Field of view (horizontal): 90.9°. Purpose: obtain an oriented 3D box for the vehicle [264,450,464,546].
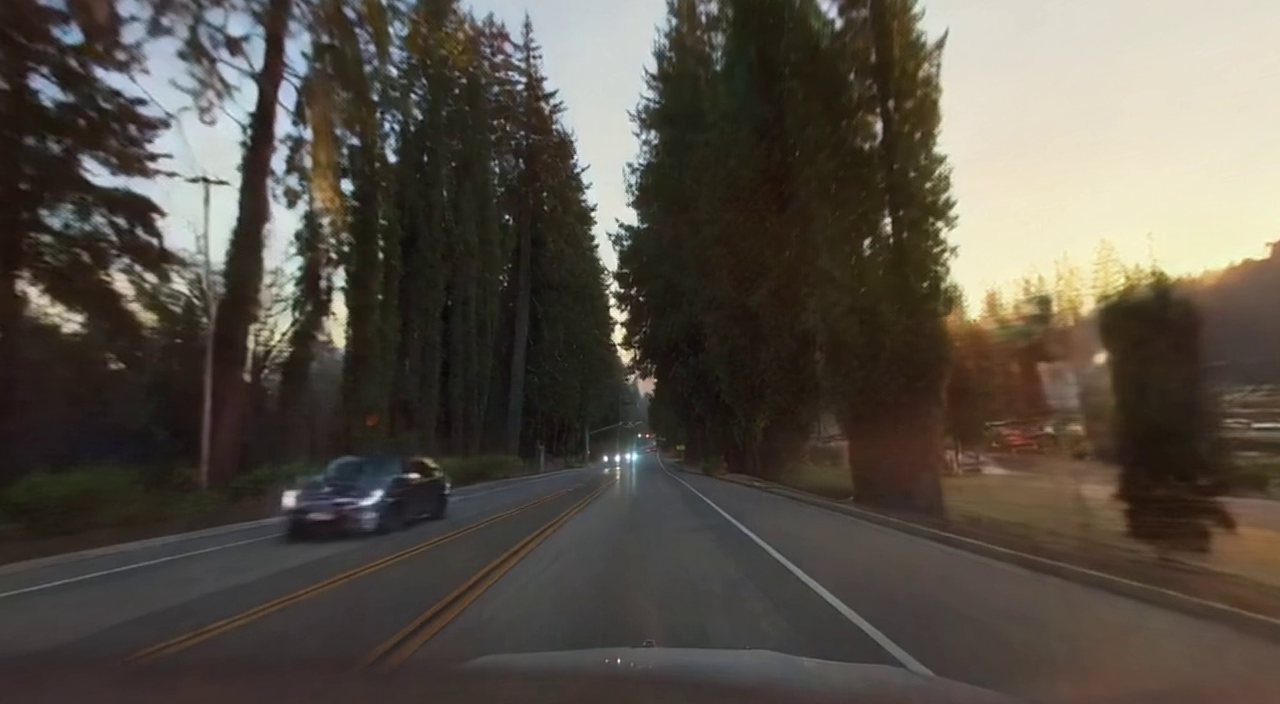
[{"bbox_3d":[-5.279,2.815,12.852,2.000,1.546,4.342,-1,-8,2],"label":"vehicle"}]
